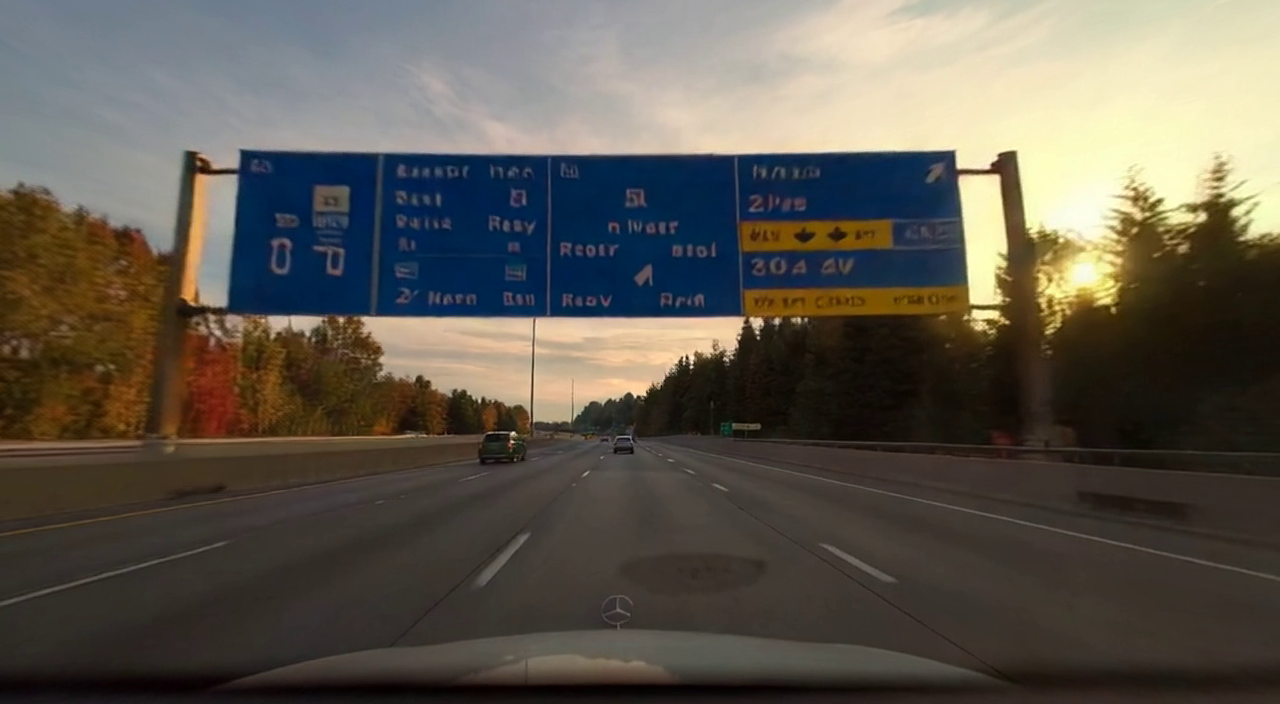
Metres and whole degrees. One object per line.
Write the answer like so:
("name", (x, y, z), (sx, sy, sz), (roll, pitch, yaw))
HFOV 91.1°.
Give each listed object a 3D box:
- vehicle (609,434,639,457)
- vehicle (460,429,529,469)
("vehicle", (-1.089, 6.527, 44.085), (2.010, 1.534, 4.013), (0, -8, -1))
("vehicle", (-6.588, 4.430, 28.990), (2.111, 1.689, 4.505), (0, -8, 0))
